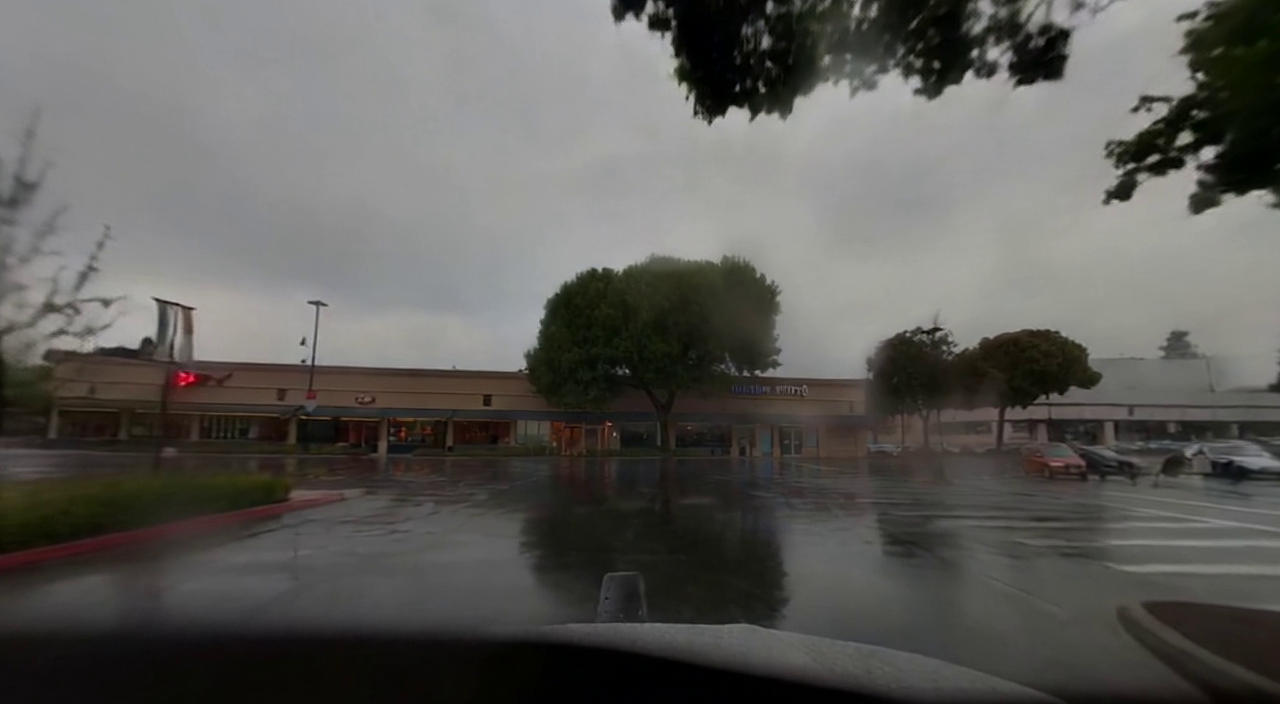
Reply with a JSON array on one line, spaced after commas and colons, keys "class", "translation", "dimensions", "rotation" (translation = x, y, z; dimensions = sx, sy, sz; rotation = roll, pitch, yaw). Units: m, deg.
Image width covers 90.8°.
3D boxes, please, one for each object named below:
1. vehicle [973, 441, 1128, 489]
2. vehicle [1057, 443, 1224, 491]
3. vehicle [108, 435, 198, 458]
[{"class": "vehicle", "translation": [14.322, 3.923, 22.516], "dimensions": [2.140, 1.507, 4.856], "rotation": [0, -8, -2]}, {"class": "vehicle", "translation": [17.599, 4.026, 22.621], "dimensions": [1.804, 1.502, 4.815], "rotation": [1, -8, -4]}, {"class": "vehicle", "translation": [-31.646, 6.141, 41.210], "dimensions": [4.431, 1.449, 1.808], "rotation": [6, -10, -33]}]
